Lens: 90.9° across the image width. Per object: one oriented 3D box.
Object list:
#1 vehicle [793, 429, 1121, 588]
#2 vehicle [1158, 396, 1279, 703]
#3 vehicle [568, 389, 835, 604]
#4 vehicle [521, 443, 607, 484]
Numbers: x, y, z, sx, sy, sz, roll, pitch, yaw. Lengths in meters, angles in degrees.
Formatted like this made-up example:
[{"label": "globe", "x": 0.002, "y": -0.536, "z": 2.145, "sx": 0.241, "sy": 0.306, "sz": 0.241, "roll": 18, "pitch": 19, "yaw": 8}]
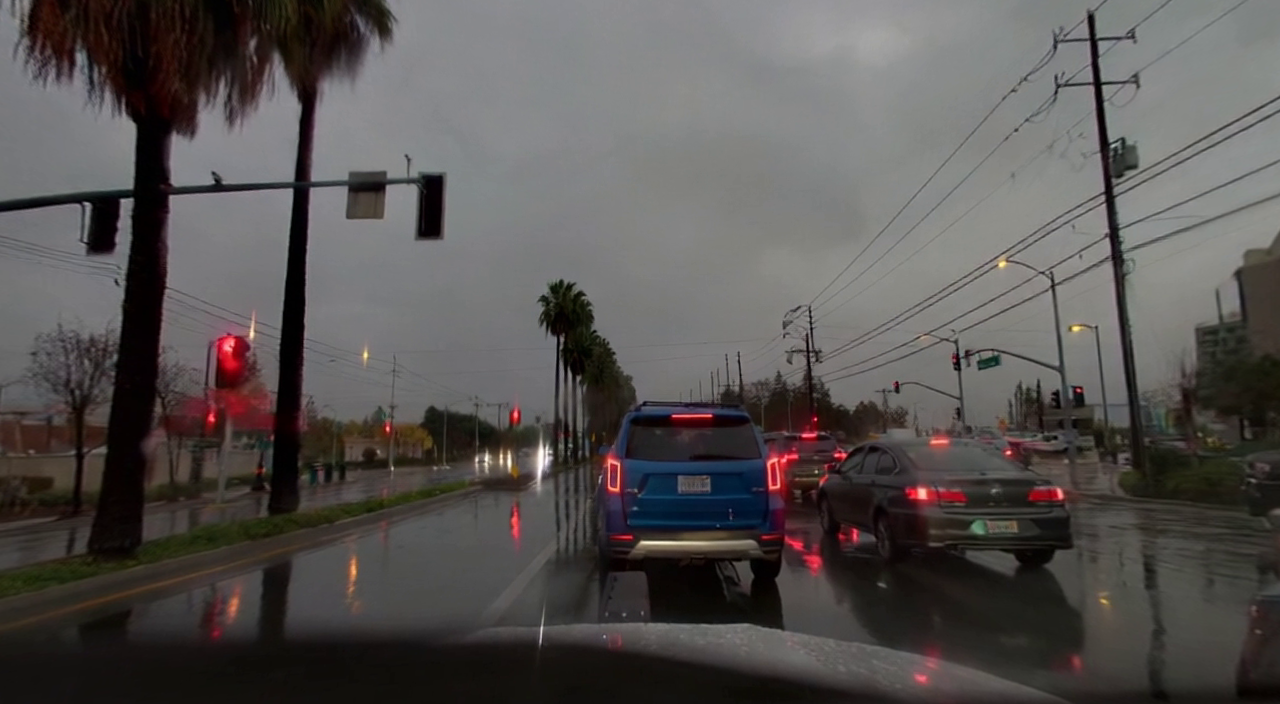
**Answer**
[{"label": "vehicle", "x": 3.465, "y": 1.775, "z": 8.026, "sx": 1.895, "sy": 1.456, "sz": 4.255, "roll": 0, "pitch": -9, "yaw": -1}, {"label": "vehicle", "x": 3.353, "y": 0.663, "z": 0.743, "sx": 1.805, "sy": 1.485, "sz": 4.348, "roll": 0, "pitch": -9, "yaw": 1}, {"label": "vehicle", "x": 0.446, "y": 1.525, "z": 7.471, "sx": 2.228, "sy": 1.780, "sz": 4.269, "roll": 0, "pitch": -9, "yaw": -2}, {"label": "vehicle", "x": -3.410, "y": 4.841, "z": 27.689, "sx": 1.964, "sy": 1.628, "sz": 4.415, "roll": 6, "pitch": -10, "yaw": -33}]
